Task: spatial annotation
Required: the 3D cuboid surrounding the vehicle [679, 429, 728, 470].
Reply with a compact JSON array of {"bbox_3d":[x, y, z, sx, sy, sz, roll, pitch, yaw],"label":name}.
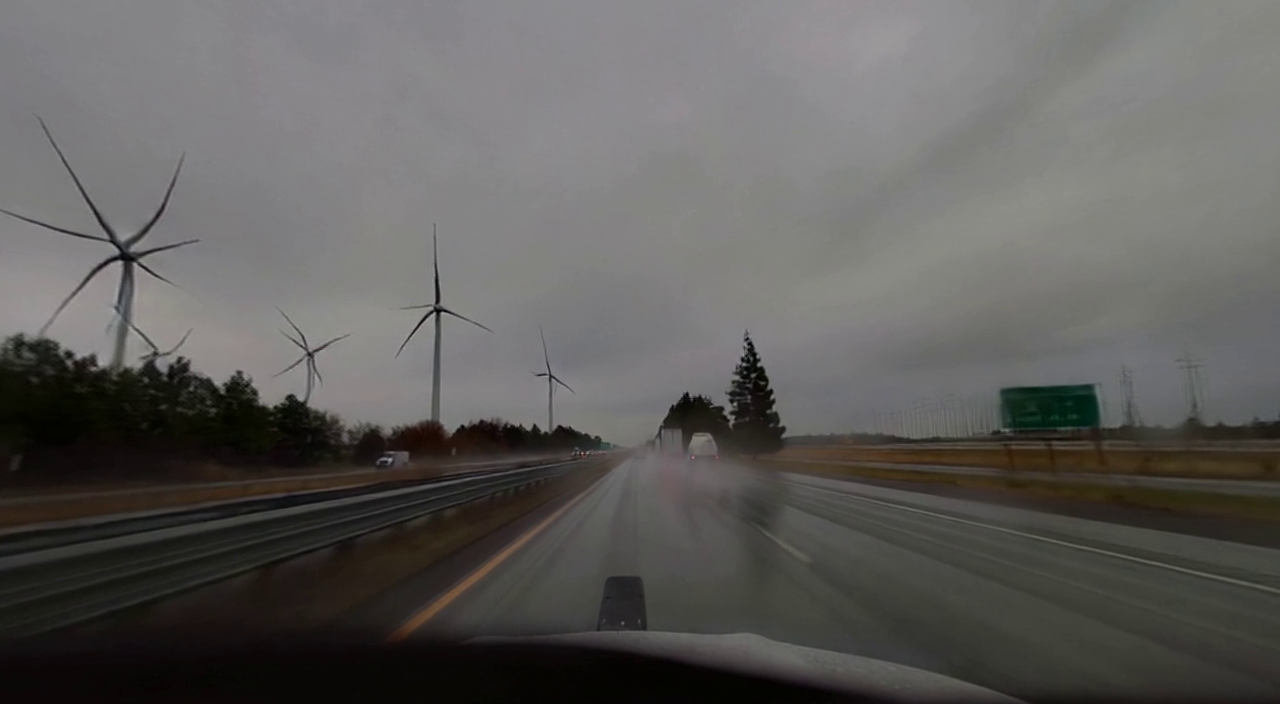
[{"bbox_3d":[4.295,6.740,43.514,2.609,2.648,5.397,0,-9,-2],"label":"vehicle"}]
